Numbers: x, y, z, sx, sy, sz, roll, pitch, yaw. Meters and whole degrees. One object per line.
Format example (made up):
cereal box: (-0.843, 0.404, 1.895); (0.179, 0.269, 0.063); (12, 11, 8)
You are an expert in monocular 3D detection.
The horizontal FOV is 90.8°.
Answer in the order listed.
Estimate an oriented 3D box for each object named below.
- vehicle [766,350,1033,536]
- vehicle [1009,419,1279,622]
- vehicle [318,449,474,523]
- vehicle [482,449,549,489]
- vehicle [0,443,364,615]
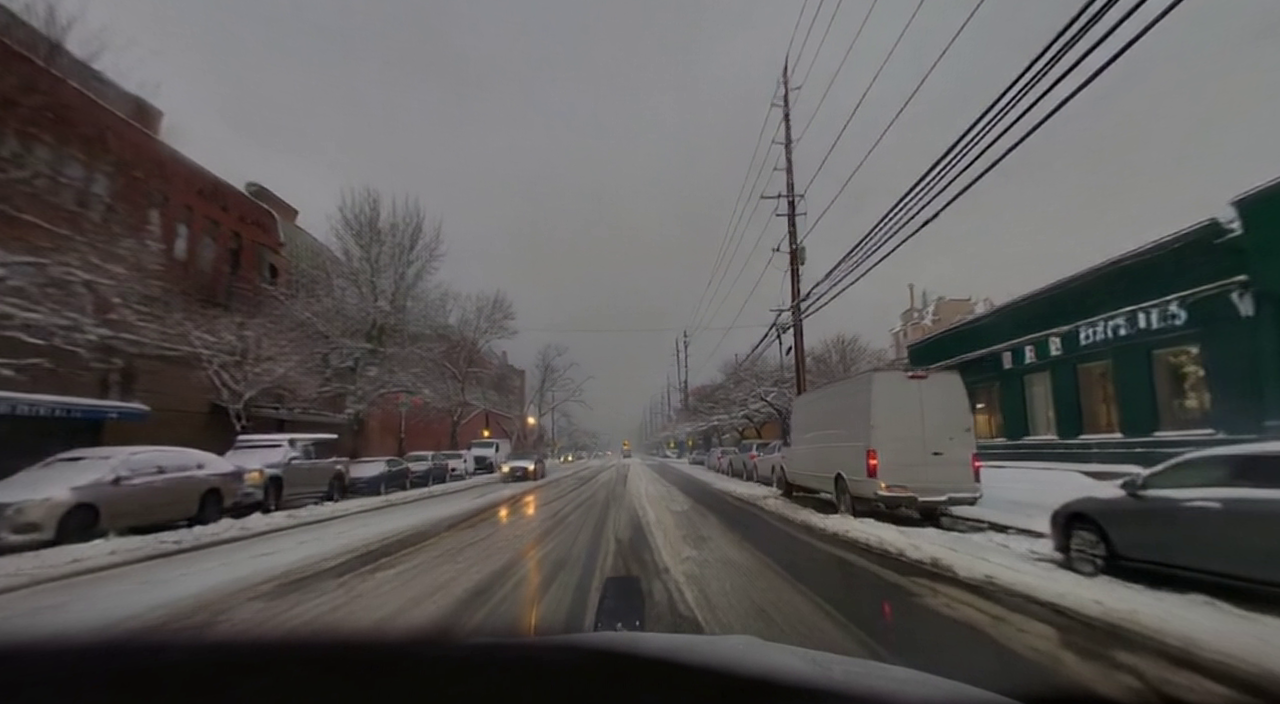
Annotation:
vehicle: (5.250, 2.135, 14.801); (2.815, 3.203, 7.558); (0, -9, -1)
vehicle: (6.091, 1.521, 6.122); (1.963, 1.646, 4.204); (1, -9, -10)
vehicle: (-5.558, 3.083, 15.119); (1.845, 1.469, 4.413); (-1, -9, 2)
vehicle: (-5.086, 4.820, 26.387); (1.925, 1.479, 4.444); (0, -9, 0)
vehicle: (-5.334, 1.924, 7.896); (1.807, 1.494, 4.464); (0, -9, -1)
